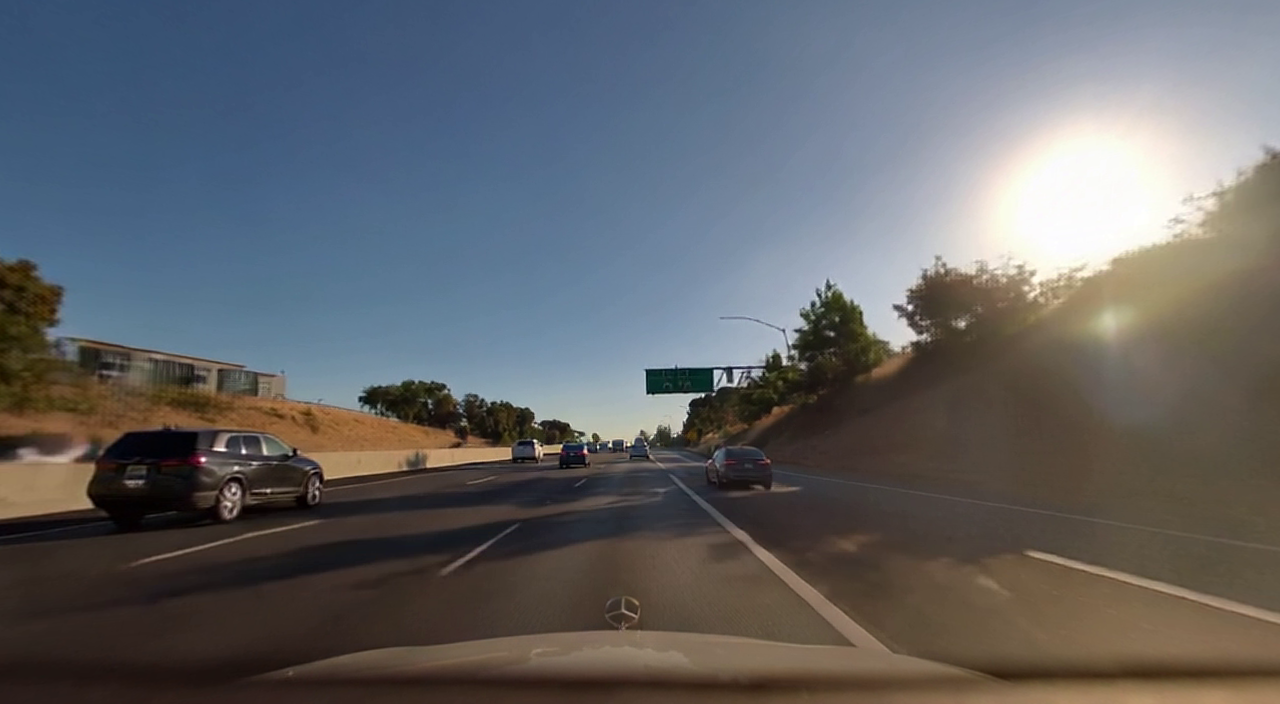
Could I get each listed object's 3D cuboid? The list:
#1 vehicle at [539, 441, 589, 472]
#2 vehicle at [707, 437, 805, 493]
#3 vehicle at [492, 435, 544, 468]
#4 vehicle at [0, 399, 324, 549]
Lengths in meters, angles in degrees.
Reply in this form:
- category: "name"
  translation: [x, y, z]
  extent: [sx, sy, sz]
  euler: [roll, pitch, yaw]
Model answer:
- category: "vehicle"
  translation: [-3.873, 5.413, 32.727]
  extent: [2.071, 1.478, 4.130]
  euler: [0, -9, 0]
- category: "vehicle"
  translation: [3.438, 3.458, 19.621]
  extent: [2.141, 1.507, 4.510]
  euler: [0, -9, -1]
- category: "vehicle"
  translation: [-7.109, 5.831, 37.110]
  extent: [2.111, 1.811, 4.391]
  euler: [0, -9, 1]
- category: "vehicle"
  translation: [-7.365, 1.858, 10.144]
  extent: [2.142, 1.849, 4.566]
  euler: [0, -9, 0]
